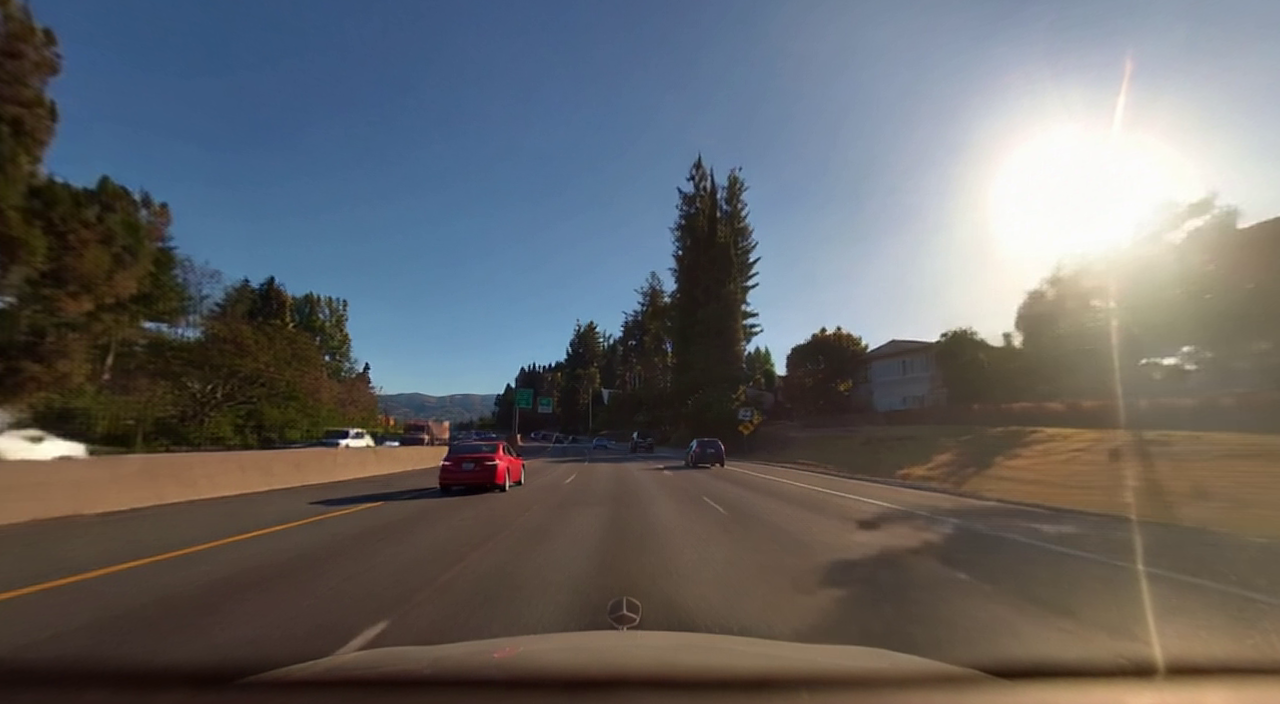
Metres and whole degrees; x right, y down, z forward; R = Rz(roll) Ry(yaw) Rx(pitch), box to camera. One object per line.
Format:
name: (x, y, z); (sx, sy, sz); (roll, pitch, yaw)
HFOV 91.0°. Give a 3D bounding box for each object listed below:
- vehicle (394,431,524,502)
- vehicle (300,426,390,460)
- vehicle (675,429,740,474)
vehicle: (-4.363, 2.824, 15.990); (2.036, 1.528, 4.400); (0, -8, -1)
vehicle: (-17.449, 5.432, 37.673); (2.878, 1.844, 5.557); (1, -9, -3)
vehicle: (2.712, 4.141, 26.341); (2.092, 1.686, 4.188); (1, -9, -3)
